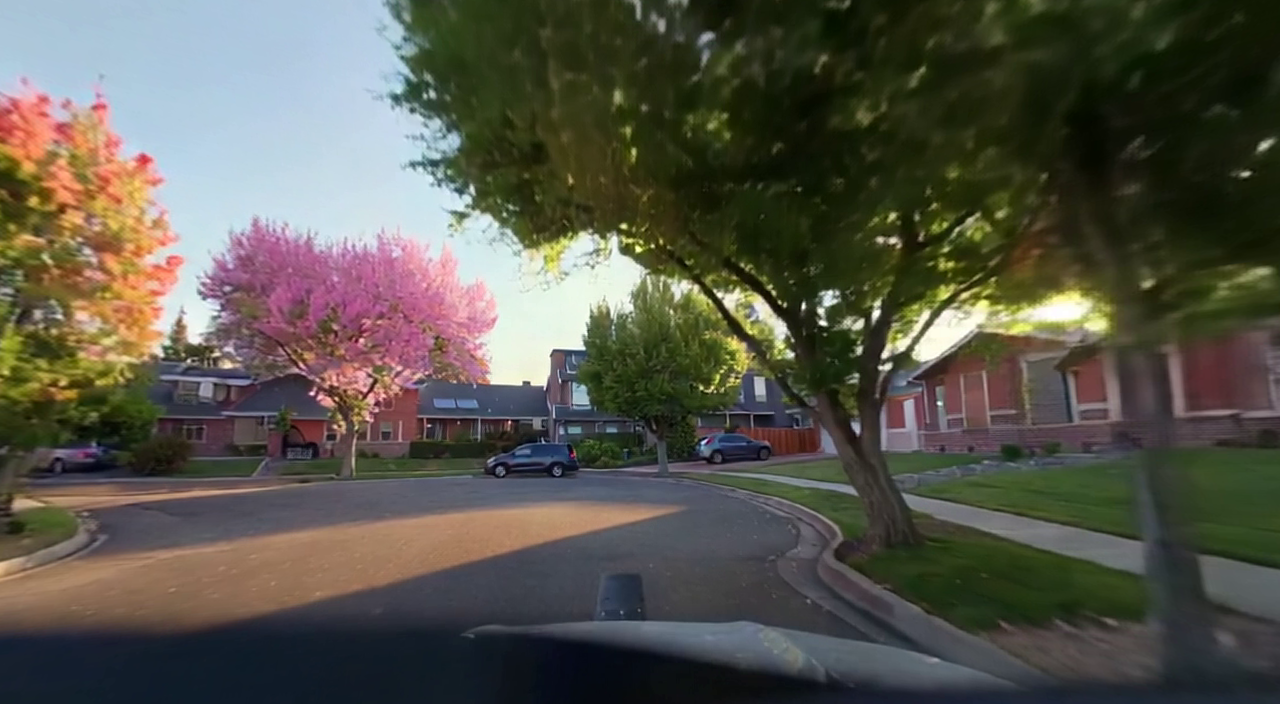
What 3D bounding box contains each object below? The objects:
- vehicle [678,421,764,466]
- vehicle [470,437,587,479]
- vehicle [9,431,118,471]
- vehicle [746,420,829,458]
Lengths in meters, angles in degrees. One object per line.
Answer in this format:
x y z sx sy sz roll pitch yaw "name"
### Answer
4.207 4.619 32.405 2.310 1.701 4.280 -3 -1 41 "vehicle"
-5.063 4.864 29.040 4.815 1.827 2.147 -1 -9 9 "vehicle"
-27.148 4.655 29.755 4.237 1.728 2.203 -4 -10 26 "vehicle"
7.539 4.467 32.007 2.152 1.773 4.495 -8 -12 41 "vehicle"
